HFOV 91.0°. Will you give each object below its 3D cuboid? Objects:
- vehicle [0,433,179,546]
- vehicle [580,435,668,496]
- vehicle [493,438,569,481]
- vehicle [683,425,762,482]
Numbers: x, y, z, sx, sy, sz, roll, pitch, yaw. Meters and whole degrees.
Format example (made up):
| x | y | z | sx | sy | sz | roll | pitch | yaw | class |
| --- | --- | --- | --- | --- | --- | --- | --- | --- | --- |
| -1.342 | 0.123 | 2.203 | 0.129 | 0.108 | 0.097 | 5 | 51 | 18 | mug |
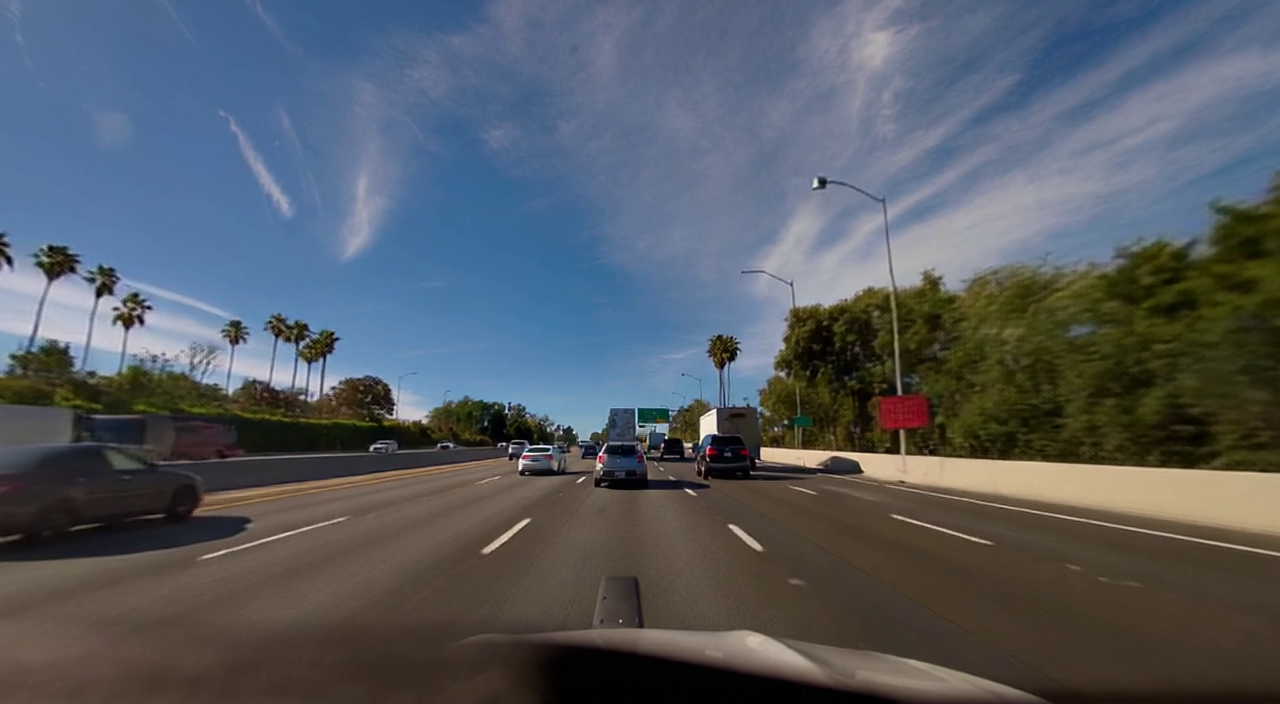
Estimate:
| x | y | z | sx | sy | sz | roll | pitch | yaw | class |
| --- | --- | --- | --- | --- | --- | --- | --- | --- | --- |
| -9.465 | 1.931 | 9.076 | 2.015 | 1.469 | 4.938 | 0 | -8 | -2 | vehicle |
| -0.391 | 3.055 | 17.341 | 2.136 | 1.470 | 3.971 | 0 | -8 | 0 | vehicle |
| -3.938 | 3.963 | 23.494 | 1.998 | 1.423 | 4.436 | 0 | -8 | 0 | vehicle |
| 2.930 | 3.723 | 23.345 | 2.173 | 1.870 | 4.499 | 0 | -8 | -2 | vehicle |
